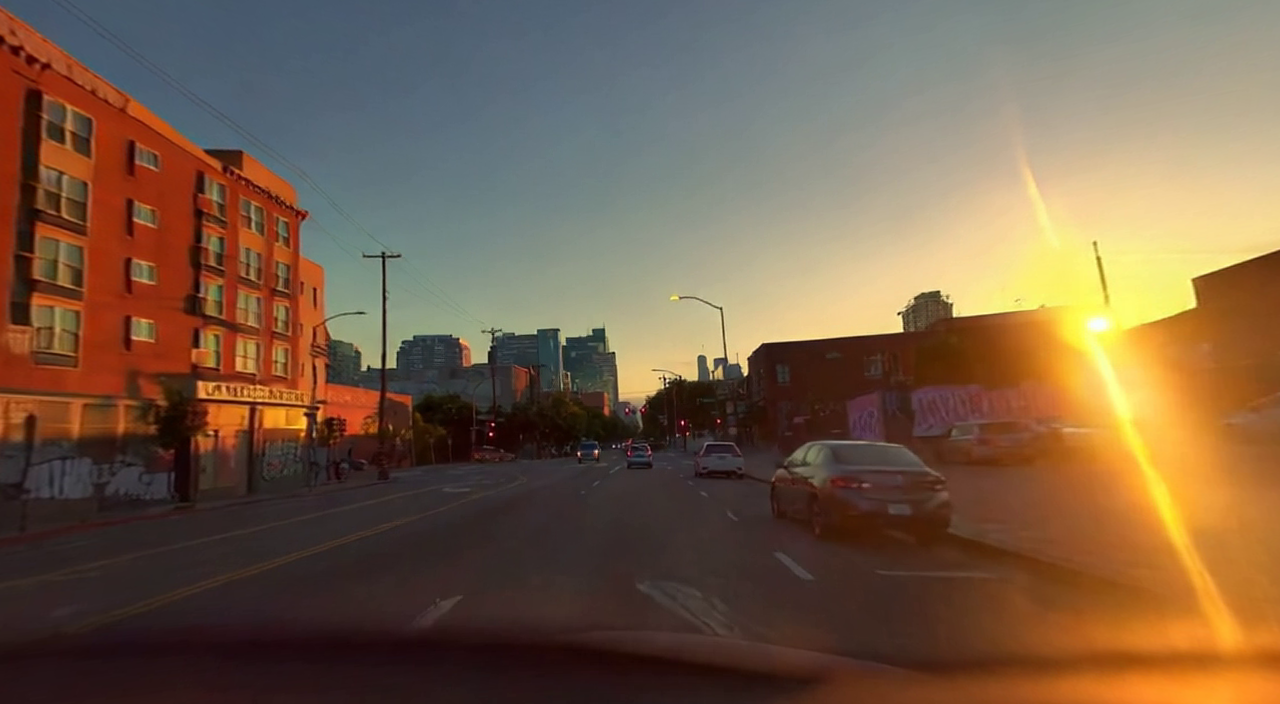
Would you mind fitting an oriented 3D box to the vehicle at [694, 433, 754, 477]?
[{"bbox_3d":[3.496,4.396,26.921,1.938,1.714,4.402,0,-9,-1],"label":"vehicle"}]

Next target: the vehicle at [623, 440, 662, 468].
[{"bbox_3d":[0.140,5.883,36.373,2.153,1.505,4.452,0,-9,0],"label":"vehicle"}]

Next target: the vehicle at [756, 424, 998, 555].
[{"bbox_3d":[3.212,1.962,9.626,2.062,1.535,4.206,0,-9,0],"label":"vehicle"}]

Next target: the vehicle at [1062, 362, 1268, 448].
[{"bbox_3d":[15.530,1.749,19.056,1.969,2.282,4.731,0,-9,-1],"label":"vehicle"}]

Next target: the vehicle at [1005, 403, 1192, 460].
[{"bbox_3d":[13.246,2.406,18.617,1.819,1.450,4.707,0,-9,-3],"label":"vehicle"}]

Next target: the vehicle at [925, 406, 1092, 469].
[{"bbox_3d":[10.863,2.607,19.053,1.956,1.514,4.862,-4,-8,-2],"label":"vehicle"}]
